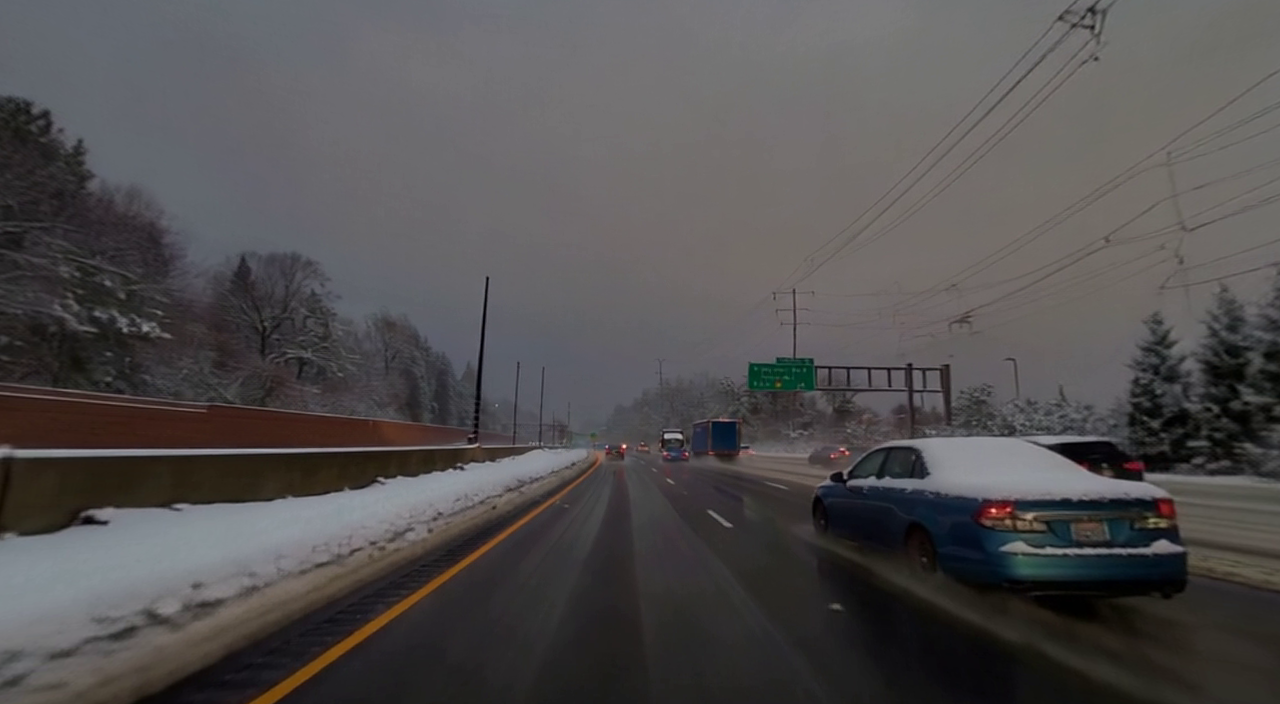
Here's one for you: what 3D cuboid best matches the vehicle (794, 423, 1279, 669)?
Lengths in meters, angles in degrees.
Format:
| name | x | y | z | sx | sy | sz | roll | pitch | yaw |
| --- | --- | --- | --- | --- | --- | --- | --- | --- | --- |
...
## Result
| name | x | y | z | sx | sy | sz | roll | pitch | yaw |
| --- | --- | --- | --- | --- | --- | --- | --- | --- | --- |
| vehicle | 2.998 | 1.489 | 5.987 | 1.922 | 1.465 | 4.165 | 0 | -9 | -2 |

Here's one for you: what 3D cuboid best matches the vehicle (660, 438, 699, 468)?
| name | x | y | z | sx | sy | sz | roll | pitch | yaw |
| --- | --- | --- | --- | --- | --- | --- | --- | --- | --- |
| vehicle | 2.608 | 6.813 | 42.768 | 2.114 | 1.849 | 4.692 | 0 | -9 | -3 |

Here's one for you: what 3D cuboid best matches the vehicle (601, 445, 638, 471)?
| name | x | y | z | sx | sy | sz | roll | pitch | yaw |
| --- | --- | --- | --- | --- | --- | --- | --- | --- | --- |
| vehicle | -1.240 | 6.243 | 37.426 | 2.083 | 1.477 | 3.965 | 0 | -9 | -3 |
